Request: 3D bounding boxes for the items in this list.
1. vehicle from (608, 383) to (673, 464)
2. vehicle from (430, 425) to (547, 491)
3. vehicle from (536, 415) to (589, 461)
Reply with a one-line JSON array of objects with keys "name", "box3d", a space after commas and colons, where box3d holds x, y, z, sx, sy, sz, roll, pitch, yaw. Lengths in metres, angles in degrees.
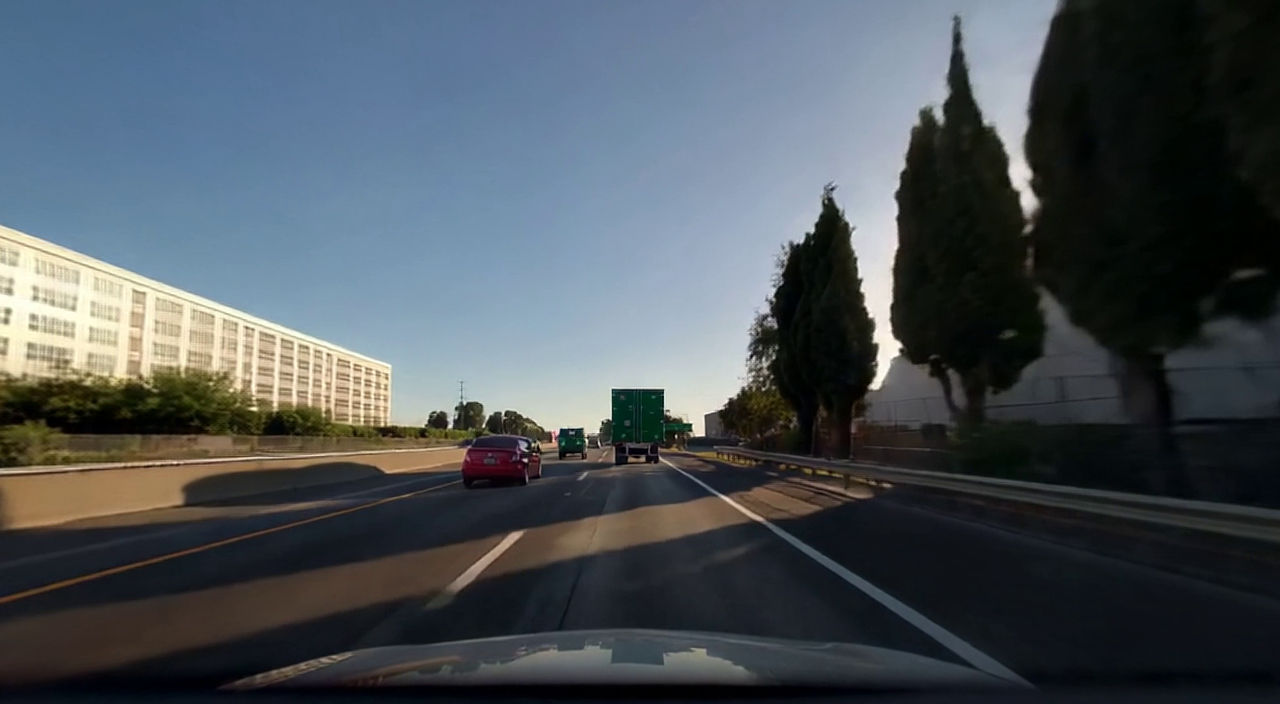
[{"name": "vehicle", "box3d": [-0.120, 4.312, 36.826, 3.259, 4.066, 9.891, 0, -8, -1]}, {"name": "vehicle", "box3d": [-4.078, 2.946, 17.972, 2.005, 1.602, 5.131, 0, -8, 1]}, {"name": "vehicle", "box3d": [-4.862, 5.635, 40.986, 2.717, 2.714, 6.997, 0, -8, -1]}]
